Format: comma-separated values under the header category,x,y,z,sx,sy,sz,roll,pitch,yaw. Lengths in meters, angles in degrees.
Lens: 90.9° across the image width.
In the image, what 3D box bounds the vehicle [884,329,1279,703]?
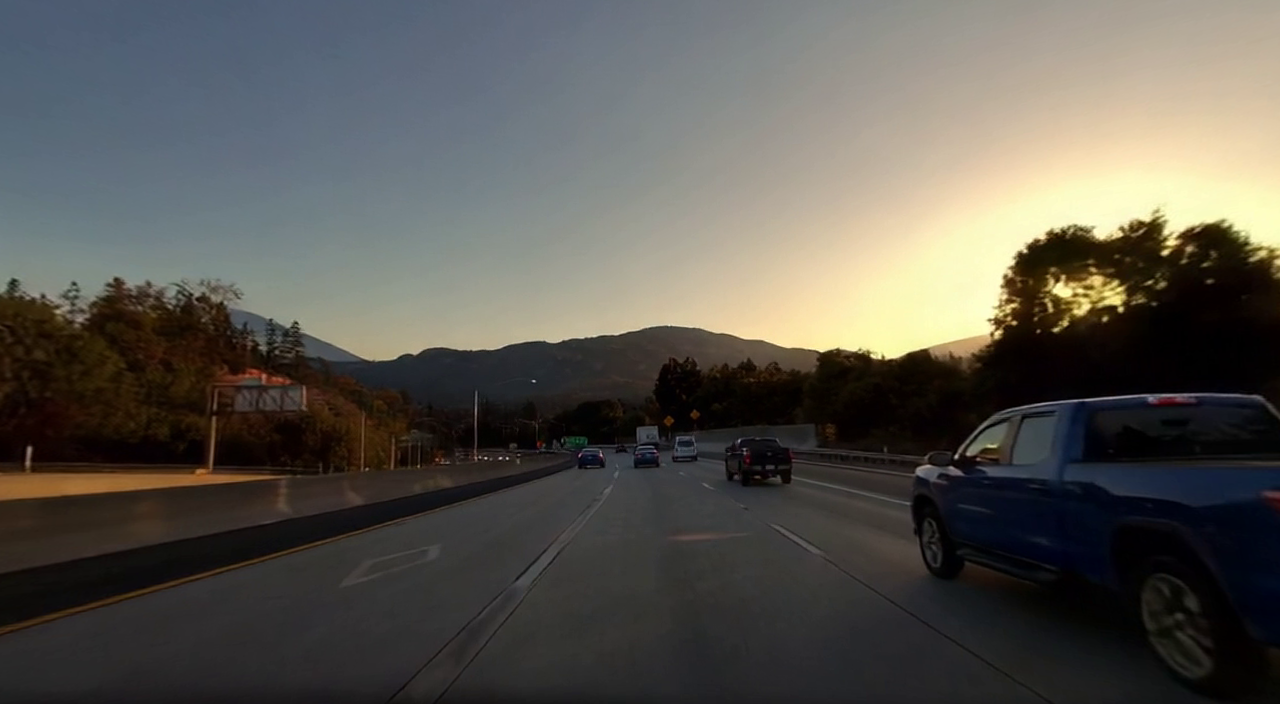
category,x,y,z,sx,sy,sz,roll,pitch,yaw
vehicle,3.966,1.084,4.561,2.229,1.837,5.387,0,-8,0

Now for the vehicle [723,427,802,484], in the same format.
category,x,y,z,sx,sy,sz,roll,pitch,yaw
vehicle,4.552,3.934,24.198,2.057,1.958,4.495,0,-8,-1

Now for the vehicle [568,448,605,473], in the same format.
category,x,y,z,sx,sy,sz,roll,pitch,yaw
vehicle,-3.434,7.041,41.244,2.109,1.530,4.646,0,-8,-1

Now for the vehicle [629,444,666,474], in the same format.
category,x,y,z,sx,sy,sz,roll,pitch,yaw
vehicle,0.386,6.099,36.282,1.959,1.604,4.065,0,-8,-2
